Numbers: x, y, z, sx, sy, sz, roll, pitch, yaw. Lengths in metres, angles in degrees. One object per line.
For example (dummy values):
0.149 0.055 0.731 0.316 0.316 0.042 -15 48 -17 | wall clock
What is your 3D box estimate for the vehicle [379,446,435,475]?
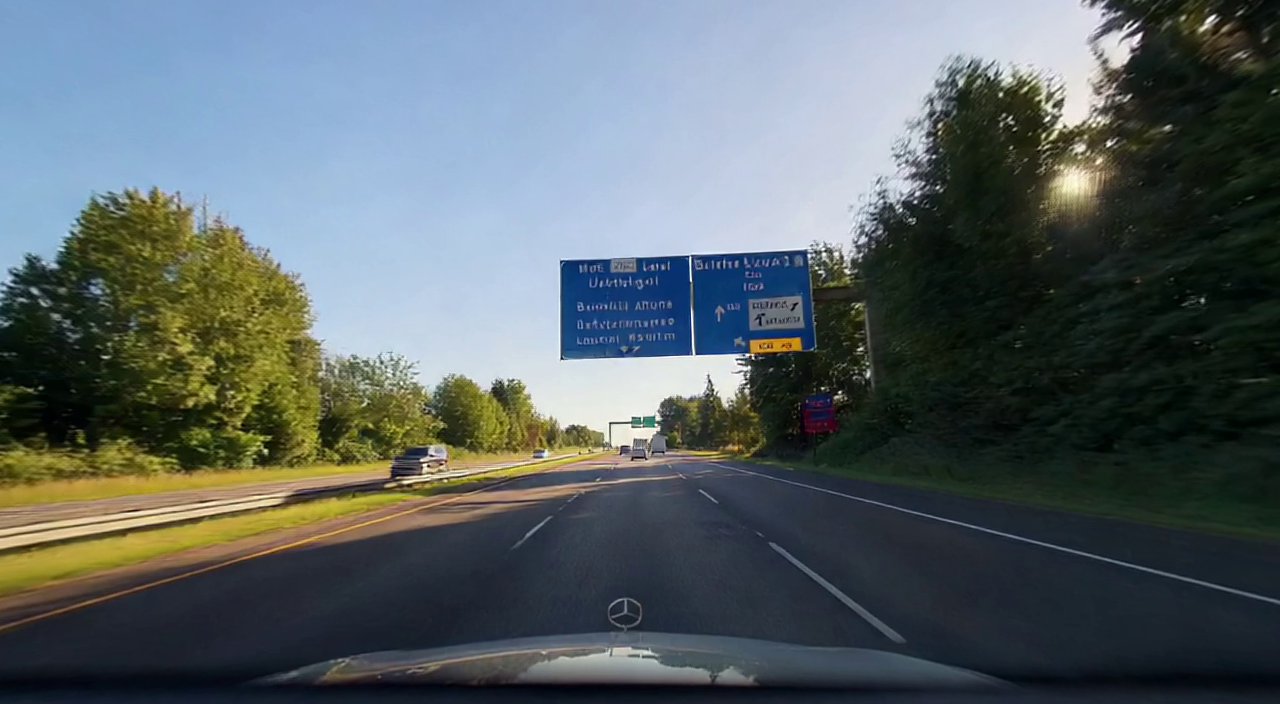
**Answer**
-14.351 6.683 39.061 1.859 1.707 4.177 0 -9 0 | vehicle
